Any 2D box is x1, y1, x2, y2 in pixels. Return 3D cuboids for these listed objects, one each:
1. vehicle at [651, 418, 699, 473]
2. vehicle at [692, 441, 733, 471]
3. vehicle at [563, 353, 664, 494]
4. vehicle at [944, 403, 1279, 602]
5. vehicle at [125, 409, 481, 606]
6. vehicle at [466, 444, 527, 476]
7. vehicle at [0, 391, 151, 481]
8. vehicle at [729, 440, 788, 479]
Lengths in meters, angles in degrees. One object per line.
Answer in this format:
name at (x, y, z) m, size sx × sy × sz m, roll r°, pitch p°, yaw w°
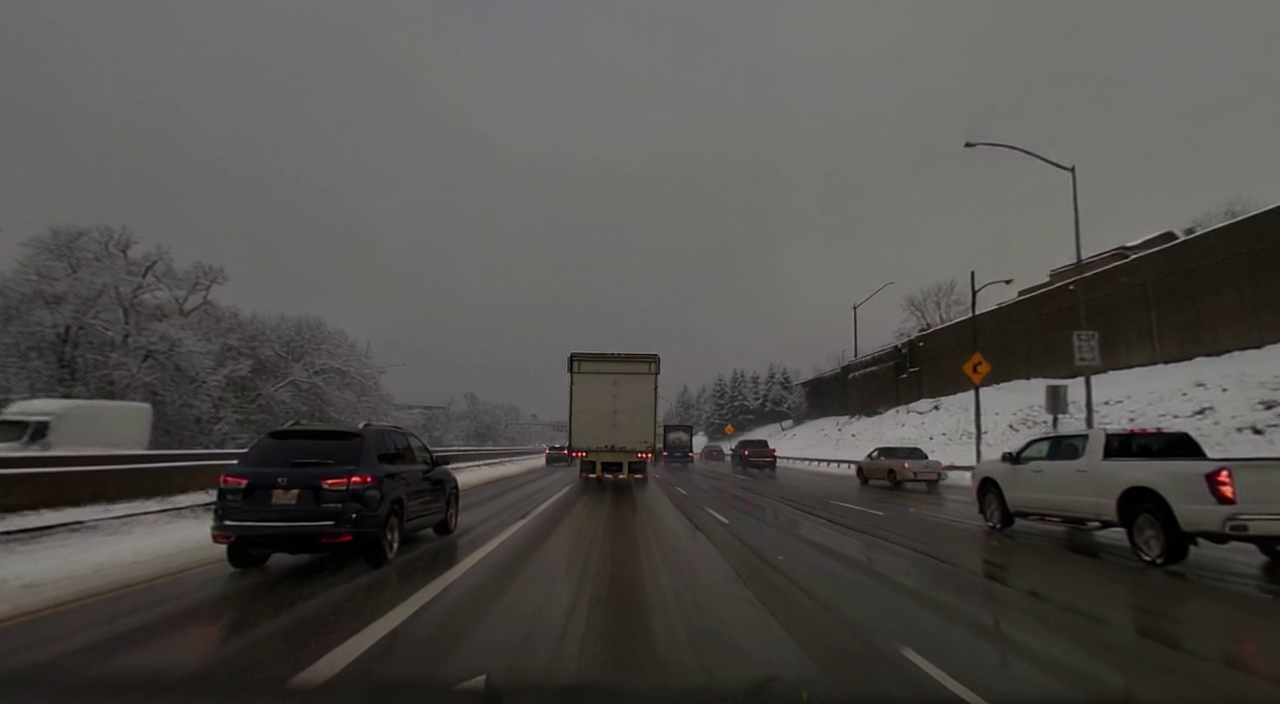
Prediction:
vehicle at (2.342, 6.674, 45.146) m, size 2.669 × 3.491 × 8.645 m, roll 0°, pitch -9°, yaw -2°
vehicle at (5.476, 7.940, 48.488) m, size 2.297 × 2.116 × 5.052 m, roll 0°, pitch -9°, yaw -3°
vehicle at (-0.770, 2.856, 23.616) m, size 2.906 × 4.040 × 10.743 m, roll 0°, pitch -9°, yaw 0°
vehicle at (6.316, 1.700, 8.135) m, size 2.188 × 1.731 × 5.031 m, roll 0°, pitch -9°, yaw -1°
vehicle at (-3.365, 1.621, 7.446) m, size 1.946 × 1.641 × 4.105 m, roll 0°, pitch -9°, yaw -1°
vehicle at (-7.240, 5.502, 32.428) m, size 1.973 × 1.471 × 4.779 m, roll 0°, pitch -9°, yaw 0°
vehicle at (-19.658, 2.853, 20.975) m, size 2.176 × 2.594 × 5.800 m, roll 0°, pitch -9°, yaw -2°
vehicle at (6.116, 5.612, 33.183) m, size 2.070 × 1.888 × 4.546 m, roll 0°, pitch -9°, yaw -2°
